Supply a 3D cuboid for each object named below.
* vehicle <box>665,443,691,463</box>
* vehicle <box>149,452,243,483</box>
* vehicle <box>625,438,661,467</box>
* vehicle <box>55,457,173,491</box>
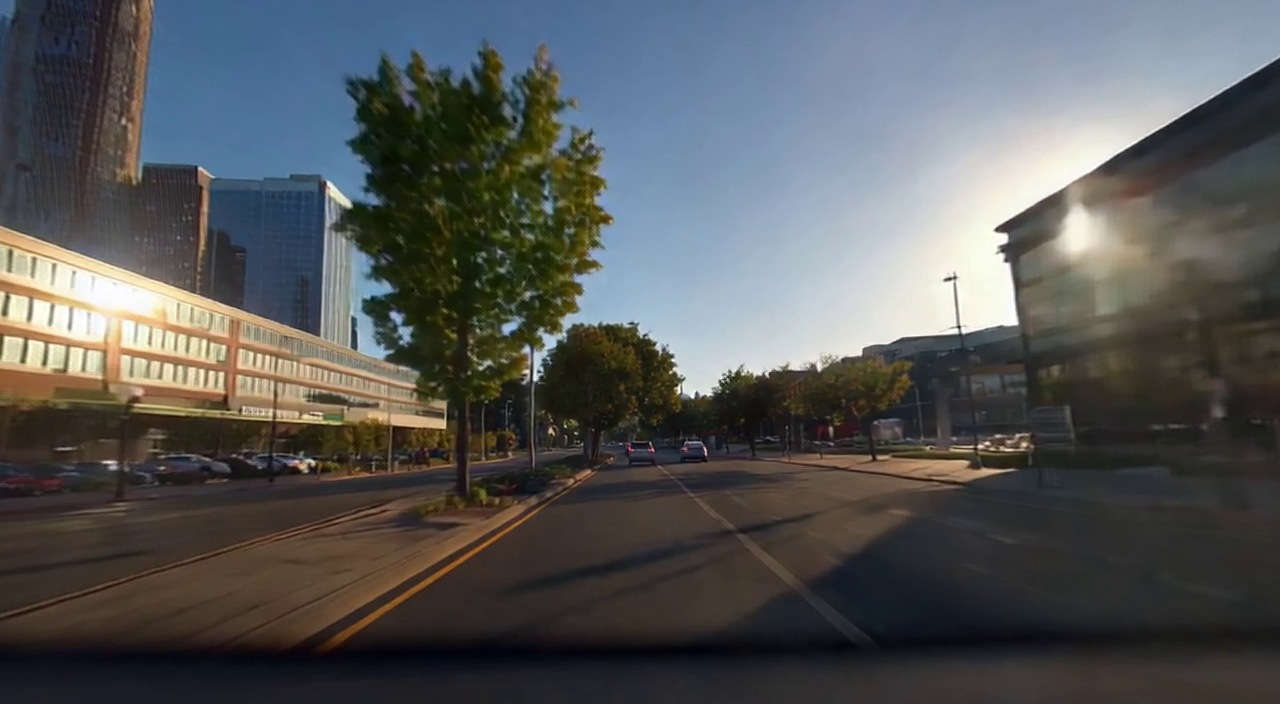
[{"bbox_3d":[2.904,7.799,48.902,1.685,1.441,3.795,0,-8,-1],"label":"vehicle"},{"bbox_3d":[-25.769,6.687,36.913,2.051,1.644,4.674,0,-8,1],"label":"vehicle"},{"bbox_3d":[0.173,6.282,39.506,2.100,1.683,4.231,0,-8,0],"label":"vehicle"},{"bbox_3d":[-26.315,6.083,31.845,1.815,1.470,4.581,-1,-8,4],"label":"vehicle"}]
